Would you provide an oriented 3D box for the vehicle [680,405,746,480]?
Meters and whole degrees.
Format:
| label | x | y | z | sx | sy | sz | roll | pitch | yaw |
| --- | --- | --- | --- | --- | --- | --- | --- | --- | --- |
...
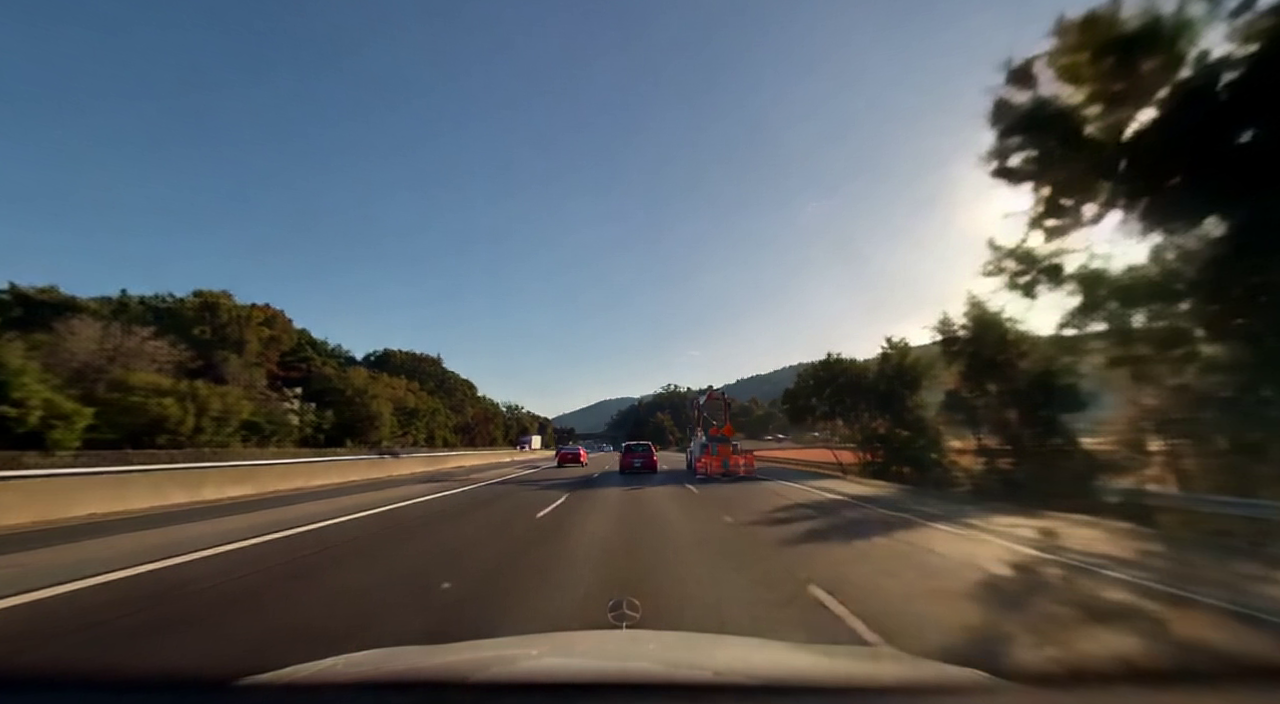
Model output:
| label | x | y | z | sx | sy | sz | roll | pitch | yaw |
| --- | --- | --- | --- | --- | --- | --- | --- | --- | --- |
| vehicle | 4.030 | 5.301 | 36.925 | 2.793 | 3.828 | 9.580 | 0 | -8 | 1 |

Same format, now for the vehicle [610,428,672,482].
| label | x | y | z | sx | sy | sz | roll | pitch | yaw |
| --- | --- | --- | --- | --- | --- | --- | --- | --- | --- |
| vehicle | 0.069 | 4.184 | 25.971 | 2.308 | 1.993 | 4.631 | 0 | -8 | 1 |

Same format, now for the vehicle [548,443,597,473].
| label | x | y | z | sx | sy | sz | roll | pitch | yaw |
| --- | --- | --- | --- | --- | --- | --- | --- | --- | --- |
| vehicle | -3.542 | 5.697 | 34.105 | 2.096 | 1.469 | 4.319 | 0 | -8 | 1 |
